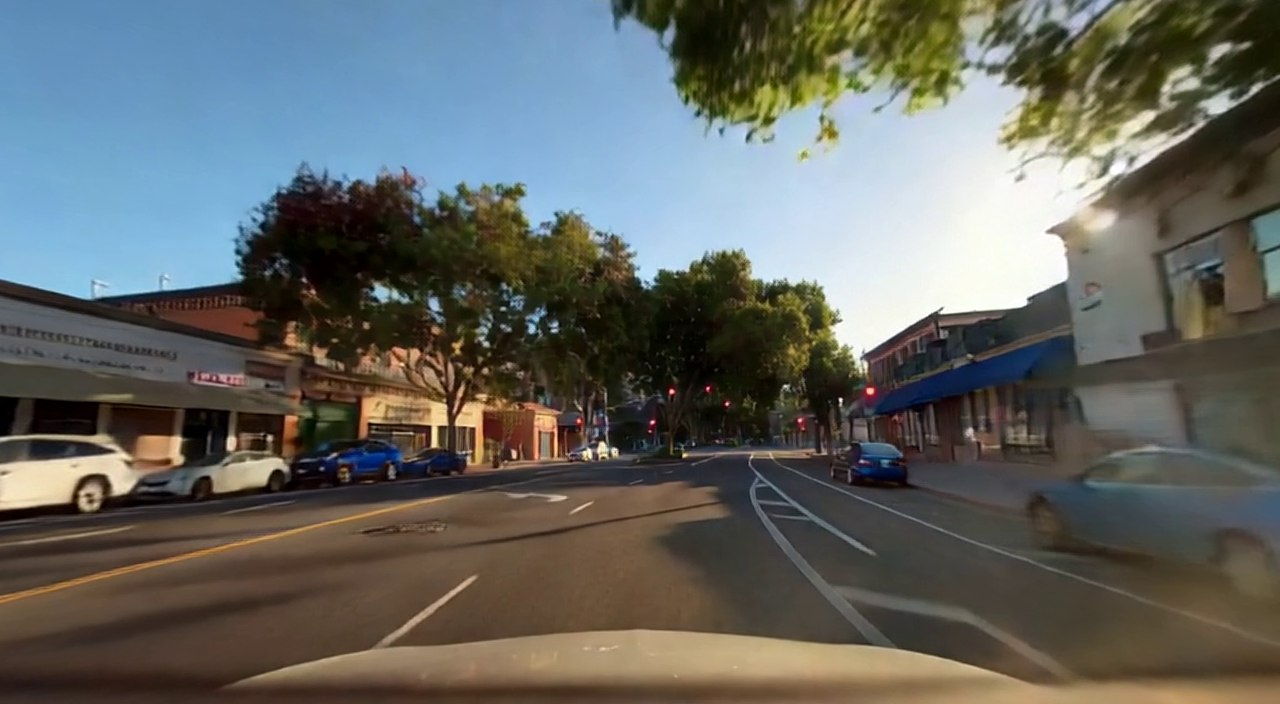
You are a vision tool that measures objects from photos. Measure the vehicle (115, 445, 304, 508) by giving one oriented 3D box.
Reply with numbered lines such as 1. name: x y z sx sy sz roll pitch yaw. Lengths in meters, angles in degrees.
1. vehicle: -11.748 3.371 17.707 1.830 1.497 4.436 -1 -8 7

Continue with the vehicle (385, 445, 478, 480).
1. vehicle: -9.582 5.088 29.481 1.894 1.493 4.902 -2 -8 11

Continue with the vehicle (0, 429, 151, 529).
1. vehicle: -12.291 2.372 11.968 1.933 1.759 5.002 0 -8 1

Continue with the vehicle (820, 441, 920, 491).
1. vehicle: 7.618 3.796 21.533 2.010 1.473 5.353 -1 -8 7

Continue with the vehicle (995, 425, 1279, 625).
1. vehicle: 5.987 1.558 6.449 2.049 1.517 4.830 0 -8 2

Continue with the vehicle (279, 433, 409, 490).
1. vehicle: -10.801 4.019 23.534 2.083 1.882 4.642 -1 -8 8
